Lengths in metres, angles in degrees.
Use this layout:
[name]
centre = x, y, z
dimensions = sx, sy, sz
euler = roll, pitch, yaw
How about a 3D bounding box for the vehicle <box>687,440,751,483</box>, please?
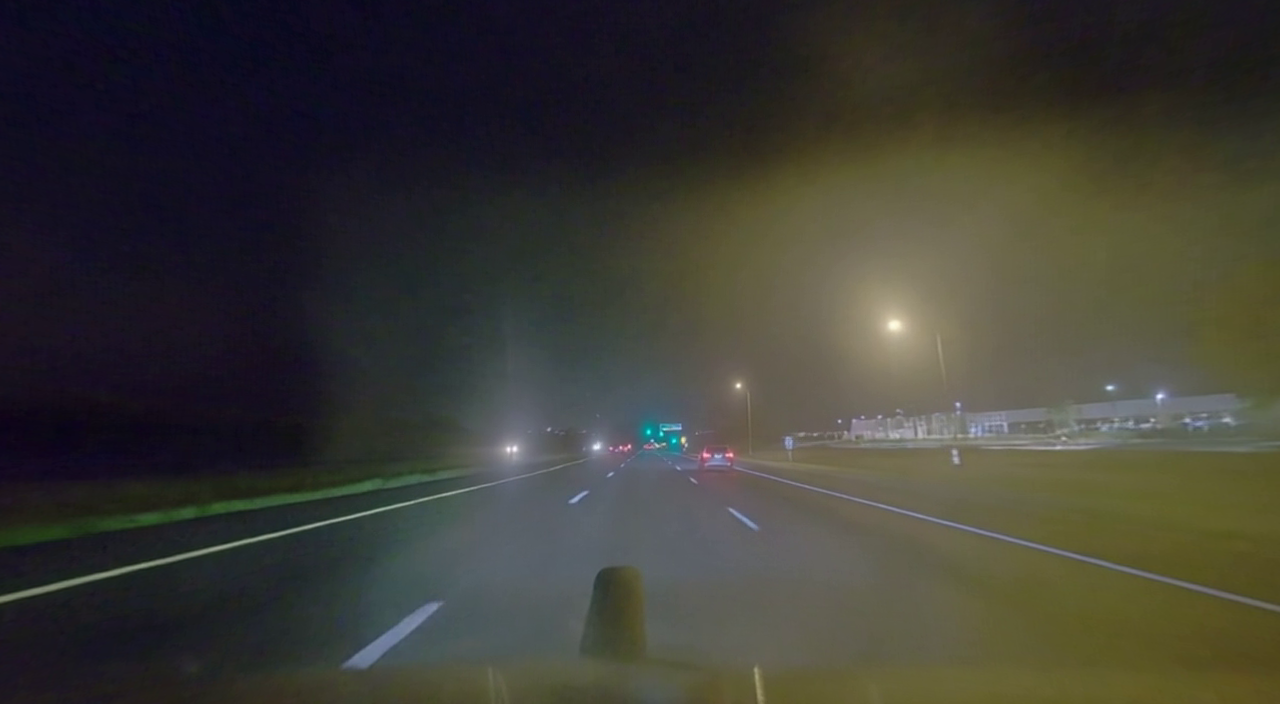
[vehicle]
centre = 3.217, 4.583, 26.615
dimensions = 2.085, 1.594, 4.848
euler = 0, -9, 0
